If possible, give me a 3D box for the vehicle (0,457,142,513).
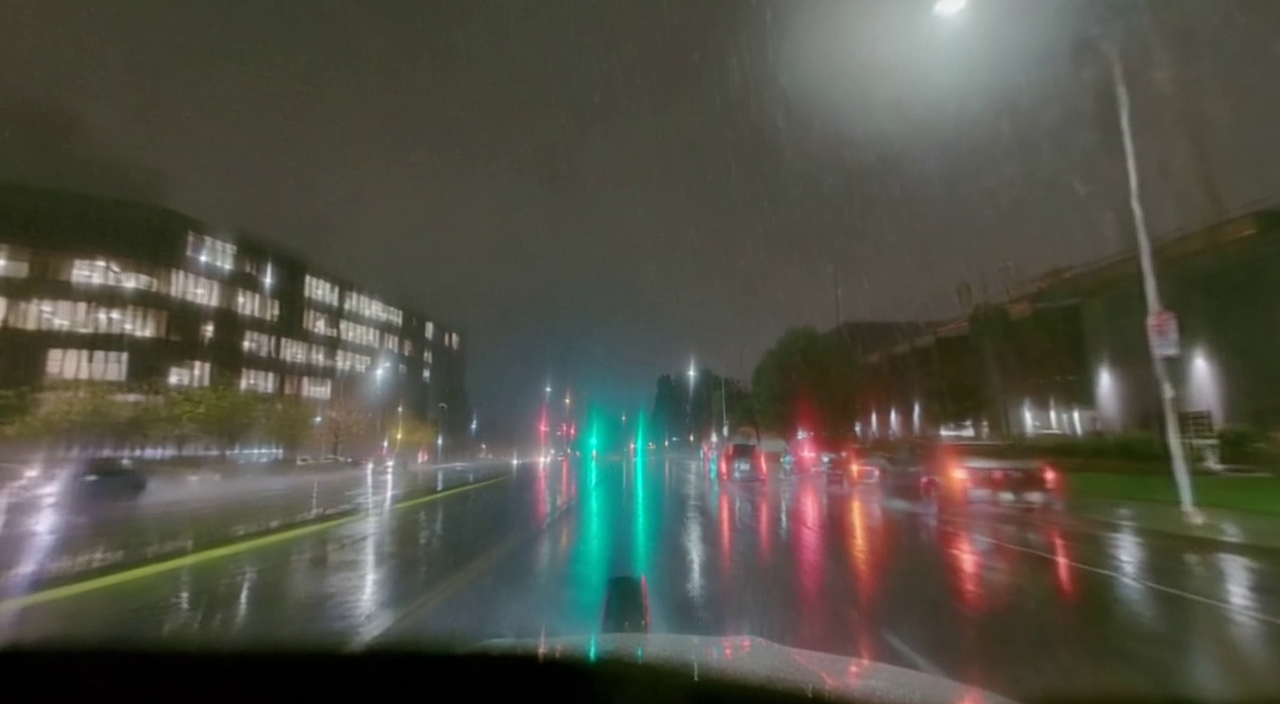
[{"bbox_3d":[-18.831,4.257,20.334,1.864,1.458,4.598,-5,-8,0],"label":"vehicle"}]

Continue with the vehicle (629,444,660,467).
[{"bbox_3d":[0.356,7.153,43.822,2.101,1.480,3.929,0,-8,2],"label":"vehicle"}]

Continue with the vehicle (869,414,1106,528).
[{"bbox_3d":[6.768,2.387,13.164,2.215,1.909,4.875,0,-8,1],"label":"vehicle"}]

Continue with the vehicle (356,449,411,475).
[{"bbox_3d":[-18.821,8.073,46.520,2.022,1.735,4.695,0,-8,1],"label":"vehicle"}]

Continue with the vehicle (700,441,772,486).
[{"bbox_3d":[3.481,4.129,23.728,1.990,1.486,4.431,0,-8,0],"label":"vehicle"}]

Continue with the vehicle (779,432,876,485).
[{"bbox_3d":[7.186,4.138,24.907,2.087,1.823,5.906,0,-8,1],"label":"vehicle"}]

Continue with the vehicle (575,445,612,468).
[{"bbox_3d":[-3.049,6.999,42.528,2.082,1.467,4.379,0,-8,1],"label":"vehicle"}]
